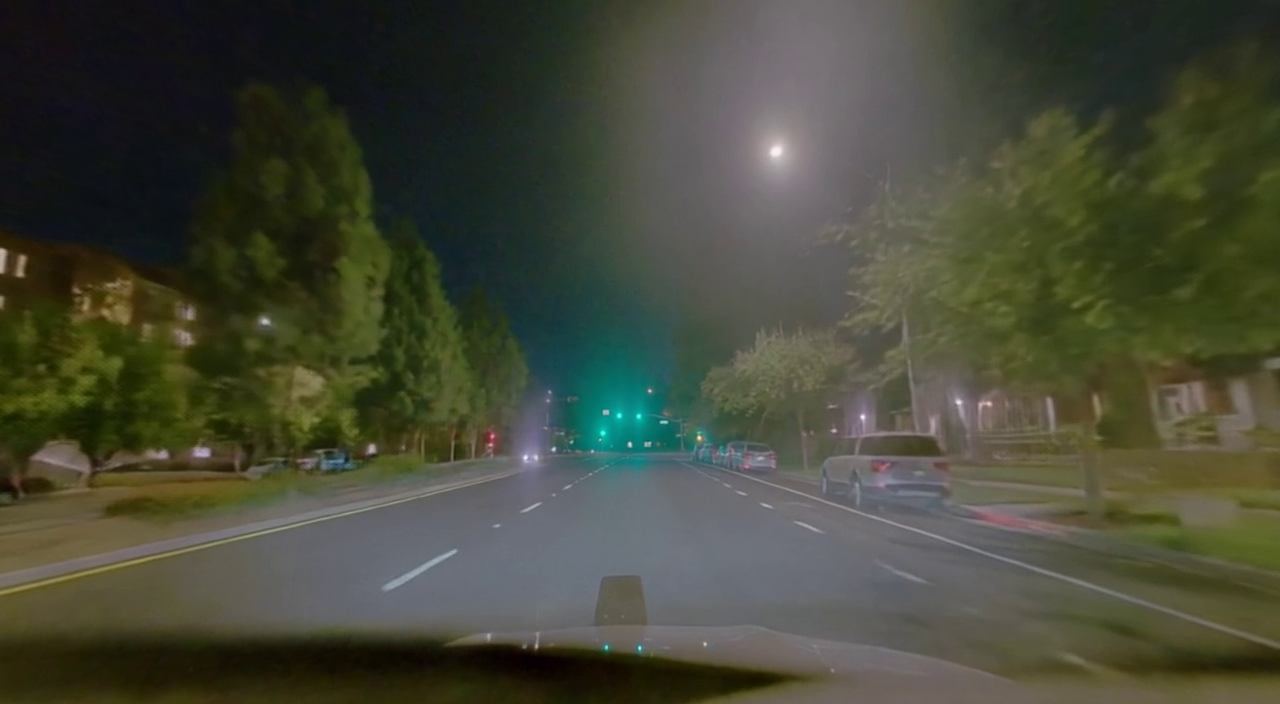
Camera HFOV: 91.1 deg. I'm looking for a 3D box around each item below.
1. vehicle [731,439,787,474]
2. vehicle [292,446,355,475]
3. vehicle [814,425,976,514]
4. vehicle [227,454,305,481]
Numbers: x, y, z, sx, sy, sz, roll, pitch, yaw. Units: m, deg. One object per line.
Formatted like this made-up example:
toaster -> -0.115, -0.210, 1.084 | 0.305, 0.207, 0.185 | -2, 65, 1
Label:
vehicle -> 6.058, 5.355, 32.450 | 1.918, 1.662, 4.393 | 0, -9, -2
vehicle -> -22.048, 7.561, 43.992 | 2.001, 1.839, 4.669 | 0, -8, 0
vehicle -> 5.924, 2.767, 15.323 | 2.004, 1.816, 4.585 | 0, -8, 0
vehicle -> -22.171, 6.827, 37.415 | 1.883, 1.450, 4.659 | 0, -8, -2
